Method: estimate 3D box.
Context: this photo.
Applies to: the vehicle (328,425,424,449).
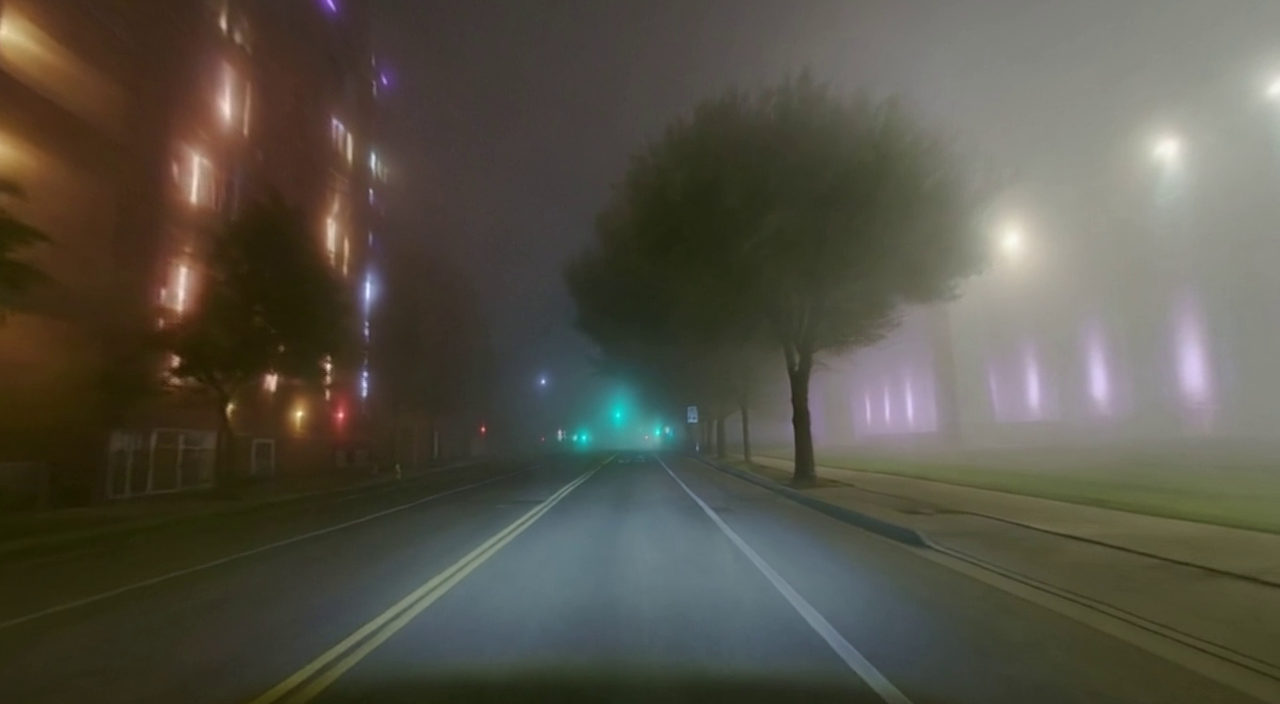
[{"bbox_3d":[-18.385,5.918,44.090,5.962,1.458,1.711,1,-9,3],"label":"vehicle"}]
